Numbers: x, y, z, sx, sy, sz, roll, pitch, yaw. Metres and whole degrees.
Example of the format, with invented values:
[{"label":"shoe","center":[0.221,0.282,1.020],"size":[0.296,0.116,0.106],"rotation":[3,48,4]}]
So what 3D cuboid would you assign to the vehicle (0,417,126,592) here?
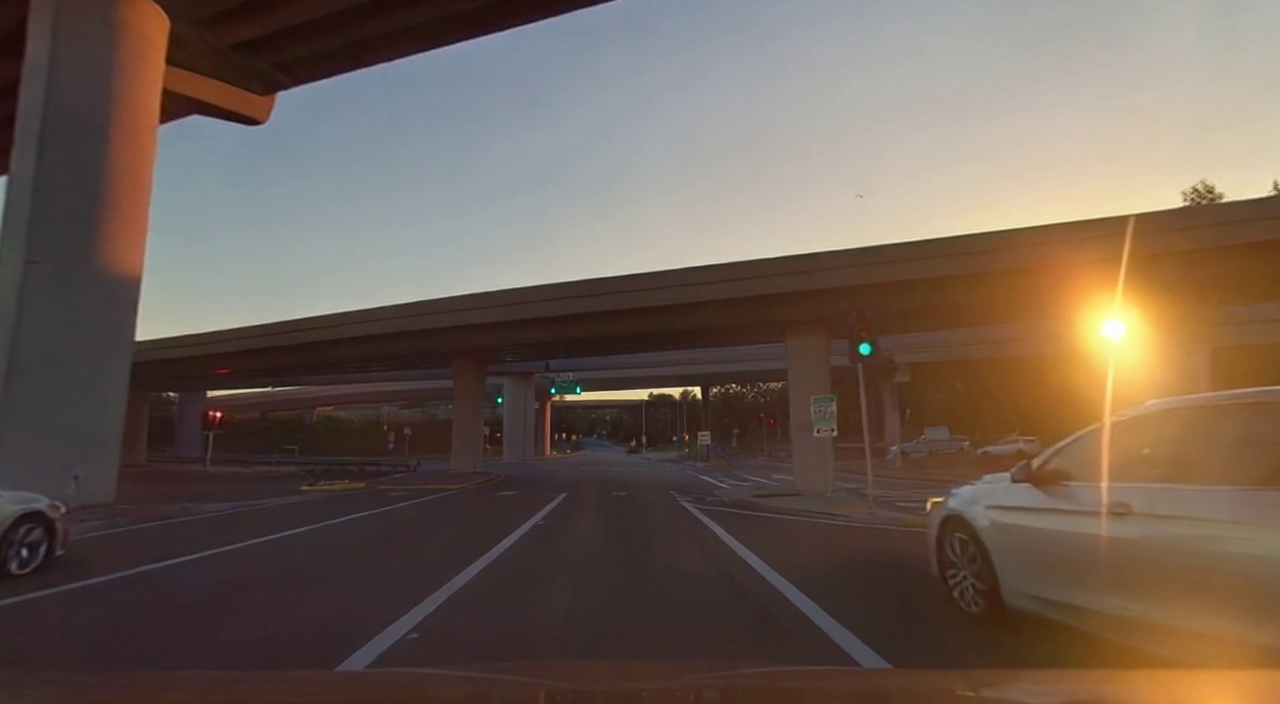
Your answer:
[{"label":"vehicle","center":[-7.222,1.364,5.355],"size":[2.108,1.670,4.235],"rotation":[0,-9,-1]}]
